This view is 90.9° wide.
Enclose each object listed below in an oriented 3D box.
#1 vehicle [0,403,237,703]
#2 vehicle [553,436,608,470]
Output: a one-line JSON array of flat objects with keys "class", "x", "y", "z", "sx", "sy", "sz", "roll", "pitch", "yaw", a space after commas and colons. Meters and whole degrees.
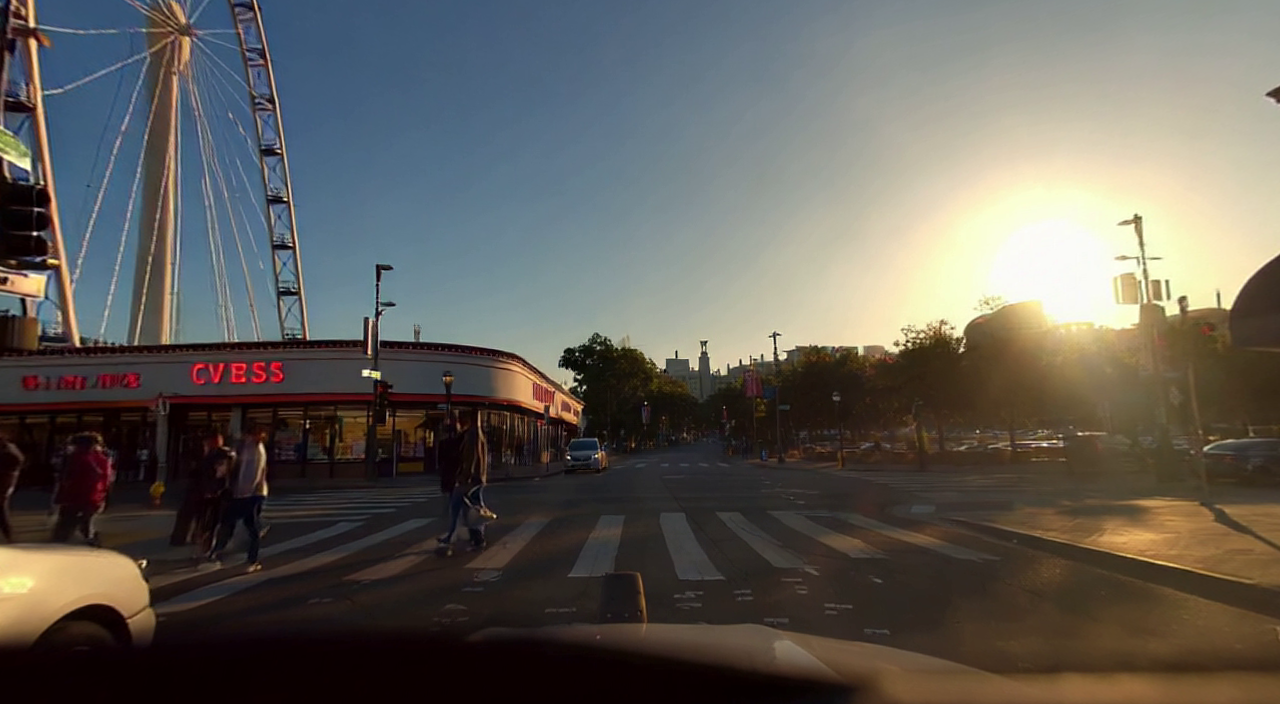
[{"class": "vehicle", "x": -3.370, "y": 0.784, "z": 1.187, "sx": 1.940, "sy": 1.505, "sz": 4.676, "roll": -1, "pitch": -9, "yaw": 3}, {"class": "vehicle", "x": -3.915, "y": 6.413, "z": 40.242, "sx": 2.549, "sy": 2.000, "sz": 5.699, "roll": 2, "pitch": -9, "yaw": -15}]
